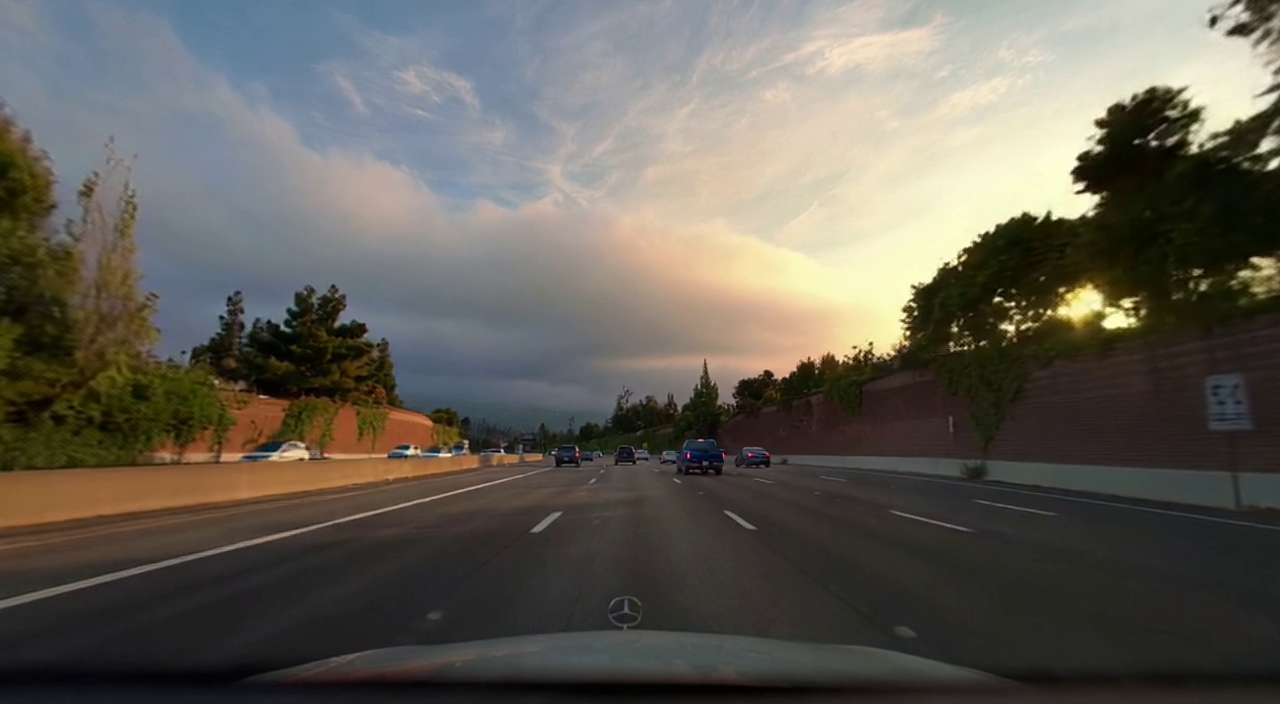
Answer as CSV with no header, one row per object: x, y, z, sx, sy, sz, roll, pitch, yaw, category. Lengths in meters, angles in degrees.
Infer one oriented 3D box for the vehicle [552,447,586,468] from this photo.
-5.491,8.183,49.108,2.411,1.509,4.641,0,-8,-4,vehicle

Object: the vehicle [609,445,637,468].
-1.336,7.892,47.877,2.050,1.607,3.821,0,-8,-3,vehicle

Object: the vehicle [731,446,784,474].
6.822,6.296,37.117,1.976,1.485,4.925,0,-8,-3,vehicle

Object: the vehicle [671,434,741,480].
2.949,4.868,29.593,2.374,1.952,5.431,0,-8,-3,vehicle

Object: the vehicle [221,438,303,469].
-22.114,5.967,37.169,1.971,1.670,4.775,0,-8,-2,vehicle
